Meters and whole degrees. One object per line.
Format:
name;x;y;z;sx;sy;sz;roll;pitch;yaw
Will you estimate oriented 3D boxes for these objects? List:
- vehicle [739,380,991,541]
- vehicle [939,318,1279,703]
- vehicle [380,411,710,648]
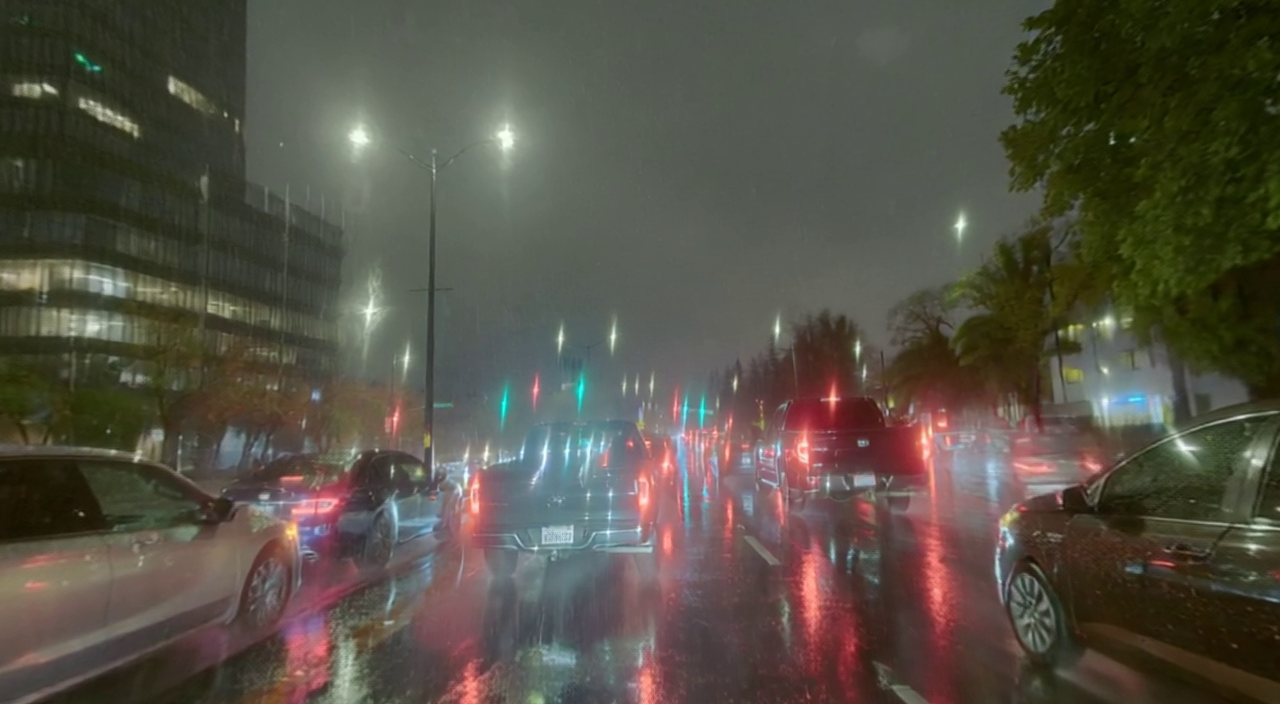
vehicle;3.549;1.918;11.611;2.497;2.186;5.890;0;-8;1
vehicle;3.151;0.754;2.079;2.024;1.723;4.714;0;-9;1
vehicle;-0.564;1.484;6.328;2.172;1.536;4.250;0;-9;2
